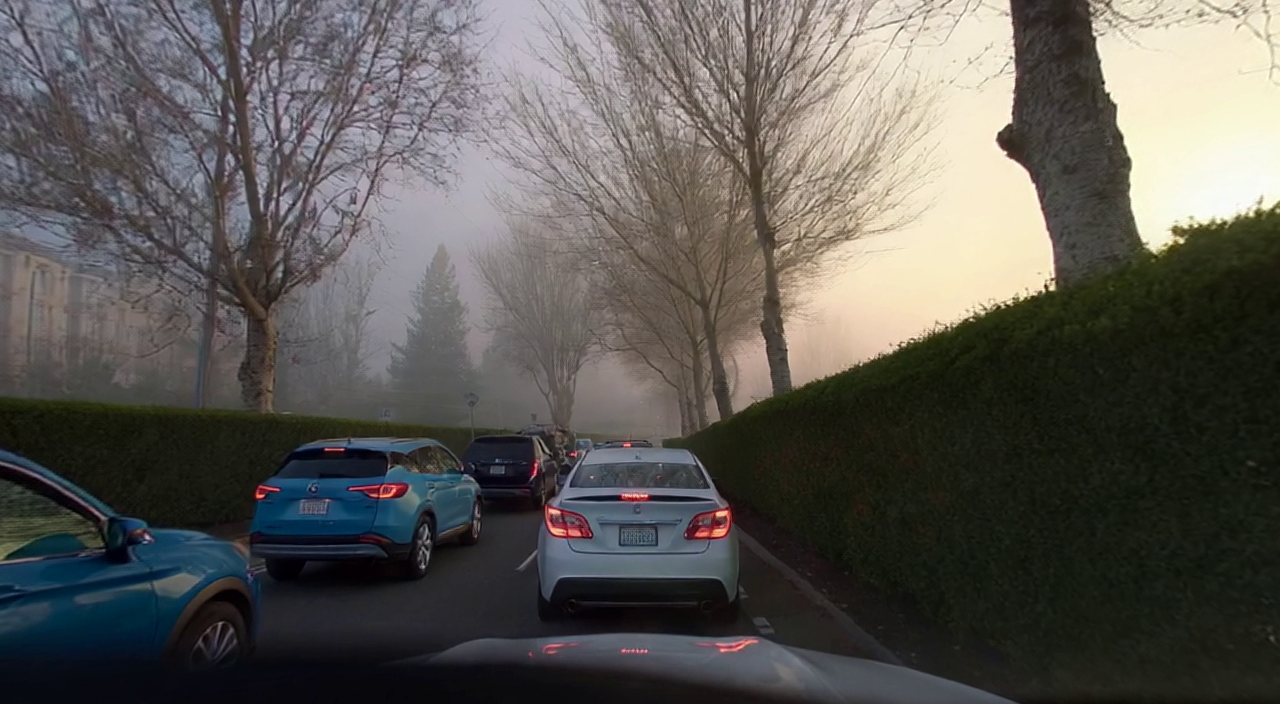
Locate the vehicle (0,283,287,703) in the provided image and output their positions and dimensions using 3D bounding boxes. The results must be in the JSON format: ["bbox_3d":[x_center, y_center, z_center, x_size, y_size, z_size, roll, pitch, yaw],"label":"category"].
[{"bbox_3d":[-3.285,0.679,1.263,2.205,1.913,5.327,-6,-8,-2],"label":"vehicle"}]

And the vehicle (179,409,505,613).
[{"bbox_3d":[-3.408,1.861,8.329,2.256,1.728,4.421,-6,-8,-2],"label":"vehicle"}]

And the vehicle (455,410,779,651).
[{"bbox_3d":[-0.178,1.504,6.268,2.154,1.581,4.007,0,-9,-1],"label":"vehicle"}]
